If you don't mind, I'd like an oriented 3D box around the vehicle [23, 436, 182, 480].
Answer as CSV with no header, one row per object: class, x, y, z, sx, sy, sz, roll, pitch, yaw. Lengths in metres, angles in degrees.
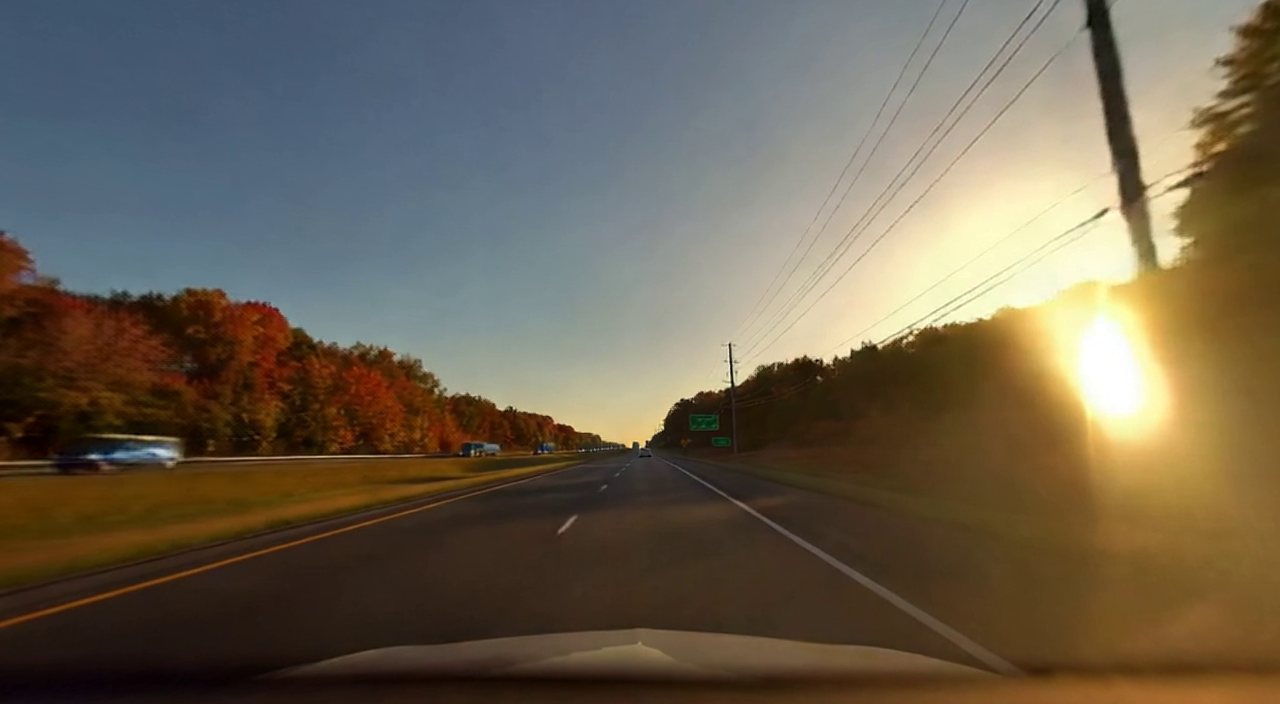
vehicle,-31.678,6.282,37.699,2.623,2.328,7.640,0,-9,2
